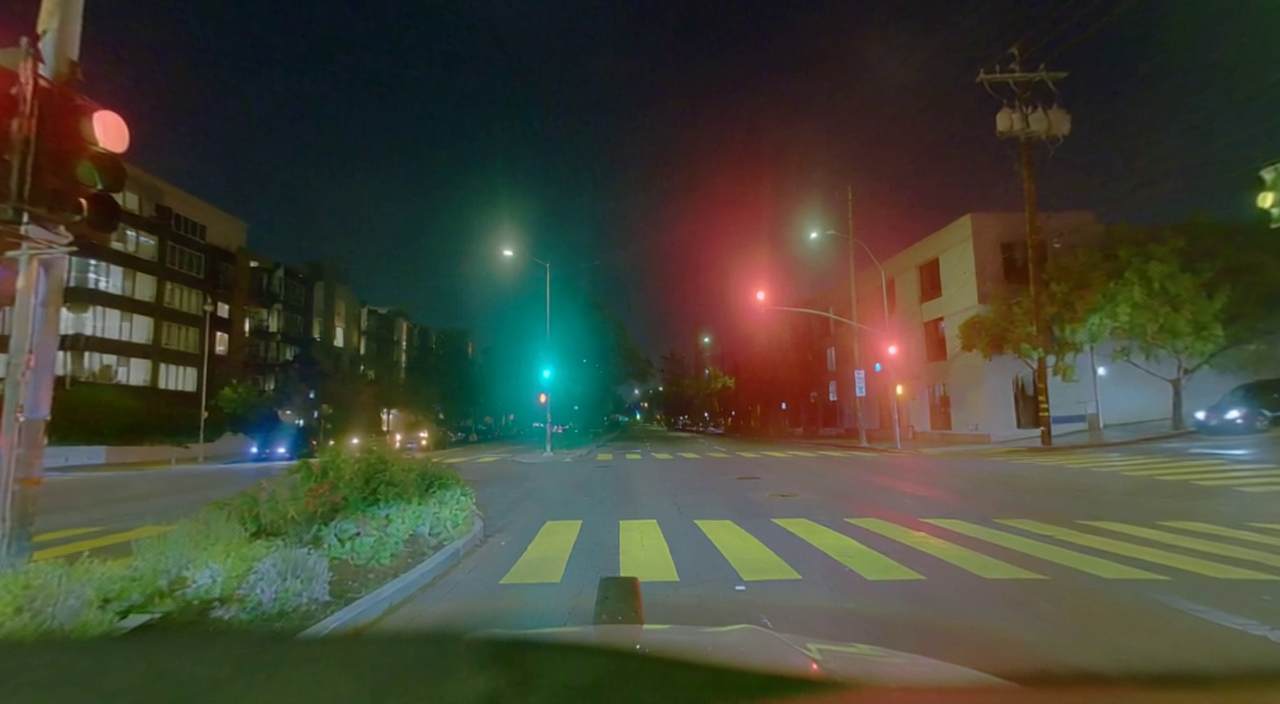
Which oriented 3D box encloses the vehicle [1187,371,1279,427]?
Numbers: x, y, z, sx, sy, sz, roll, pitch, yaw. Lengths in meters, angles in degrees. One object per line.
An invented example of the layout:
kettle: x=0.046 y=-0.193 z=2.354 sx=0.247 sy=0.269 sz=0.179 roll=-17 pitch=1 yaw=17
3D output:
vehicle: x=22.364 y=1.572 z=22.243 sx=4.531 sy=1.753 sz=1.964 roll=-2 pitch=-2 yaw=-5

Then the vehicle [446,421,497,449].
vehicle: x=-11.678 y=5.831 z=44.080 sx=2.118 sy=1.809 sz=4.591 roll=0 pitch=-8 yaw=2

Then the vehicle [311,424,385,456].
vehicle: x=-18.261 y=5.588 z=39.863 sx=2.225 sy=1.871 sz=5.189 roll=0 pitch=-8 yaw=0

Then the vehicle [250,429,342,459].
vehicle: x=-18.059 y=4.897 z=33.530 sx=1.939 sy=1.430 sz=5.533 roll=0 pitch=-8 yaw=-2
